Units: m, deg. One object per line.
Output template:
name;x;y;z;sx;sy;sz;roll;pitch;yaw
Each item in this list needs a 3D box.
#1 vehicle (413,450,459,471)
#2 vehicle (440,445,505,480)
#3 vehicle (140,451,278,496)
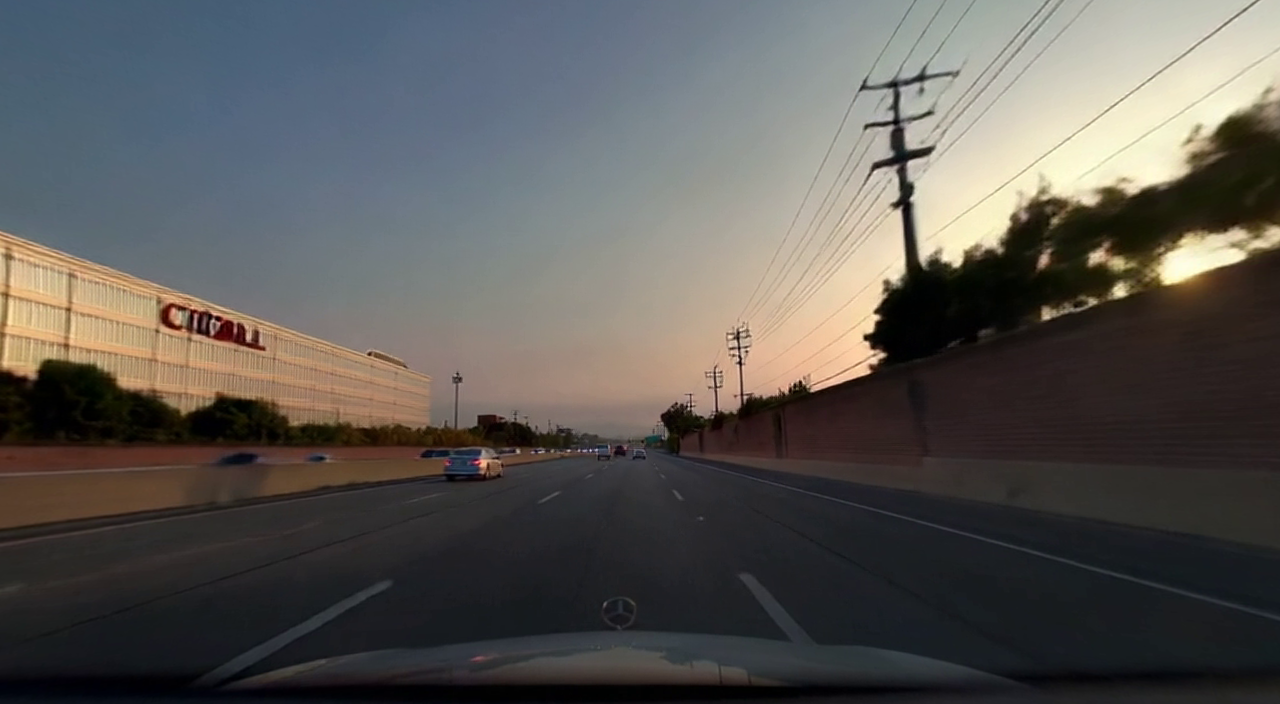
vehicle;-14.916;7.922;46.392;1.820;1.451;4.431;0;-9;1
vehicle;-7.930;5.244;30.281;2.013;1.574;3.923;0;-9;0
vehicle;-15.743;4.431;23.455;1.918;1.449;4.543;0;-9;0
